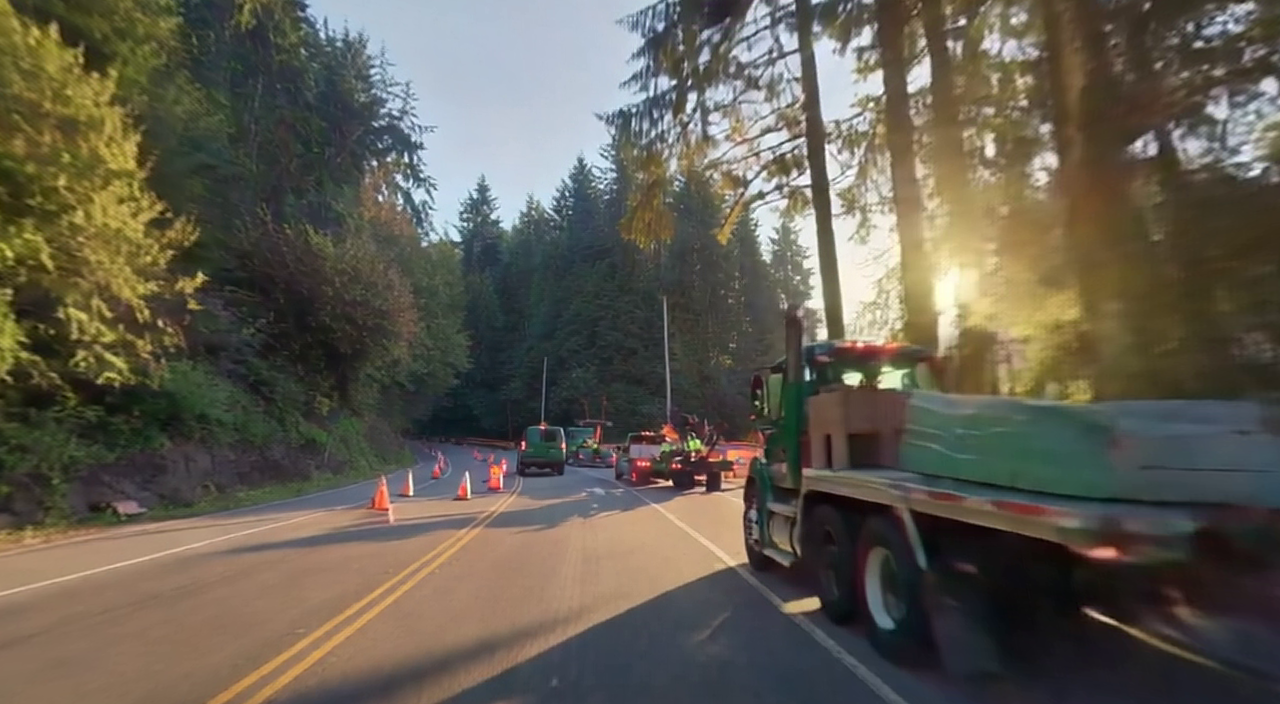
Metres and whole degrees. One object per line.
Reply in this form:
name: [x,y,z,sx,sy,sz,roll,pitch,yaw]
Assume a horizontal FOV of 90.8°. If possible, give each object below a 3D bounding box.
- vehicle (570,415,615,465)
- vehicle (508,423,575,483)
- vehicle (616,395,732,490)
vehicle: [-3.171,5.793,41.308,2.703,3.066,4.047,1,-9,-7]
vehicle: [-4.208,4.180,26.315,2.362,2.223,4.892,2,-9,-13]
vehicle: [1.057,3.774,26.661,3.126,3.310,8.534,1,-8,-9]
